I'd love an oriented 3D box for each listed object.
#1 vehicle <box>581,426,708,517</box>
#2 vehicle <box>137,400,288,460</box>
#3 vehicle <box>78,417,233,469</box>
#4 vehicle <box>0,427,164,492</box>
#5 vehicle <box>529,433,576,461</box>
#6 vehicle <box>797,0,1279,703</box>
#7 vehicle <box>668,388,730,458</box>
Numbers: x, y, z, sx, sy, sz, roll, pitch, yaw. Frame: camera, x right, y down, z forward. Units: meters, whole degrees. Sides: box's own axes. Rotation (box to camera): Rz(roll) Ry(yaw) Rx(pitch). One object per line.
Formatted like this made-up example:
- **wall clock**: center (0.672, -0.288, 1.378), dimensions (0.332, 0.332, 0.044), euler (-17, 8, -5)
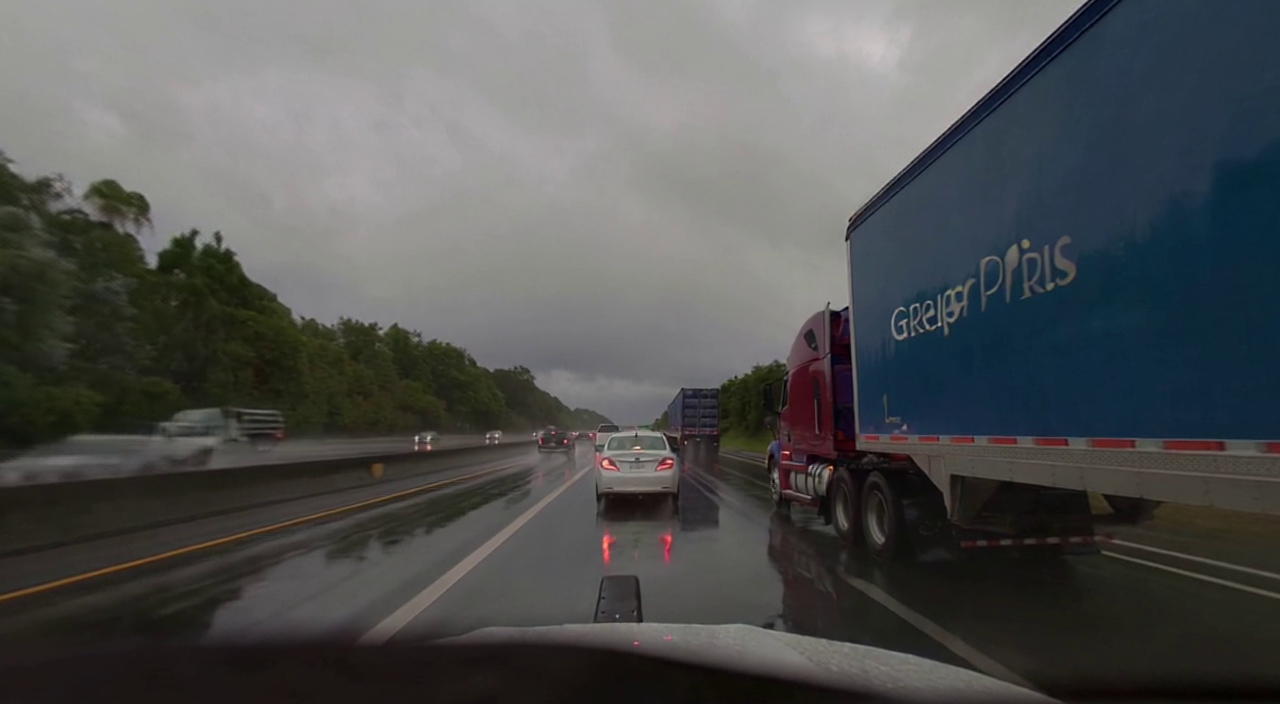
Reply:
- **vehicle**: center (0.034, 2.156, 11.920), dimensions (2.021, 1.435, 3.611), euler (0, -8, -1)
- **vehicle**: center (-23.104, 4.316, 34.731), dimensions (2.607, 2.931, 7.726), euler (0, -7, 2)
- **vehicle**: center (-18.882, 3.573, 24.923), dimensions (2.139, 1.859, 4.845), euler (0, -8, 2)
- **vehicle**: center (-15.891, 2.880, 17.484), dimensions (1.835, 1.541, 4.415), euler (0, -7, 2)
- **vehicle**: center (-4.754, 5.202, 34.893), dimensions (1.983, 1.434, 4.451), euler (0, -8, 0)
- **vehicle**: center (4.121, -0.211, 3.458), dimensions (2.816, 4.070, 14.136), euler (0, -8, 0)
- **vehicle**: center (3.736, 5.064, 43.597), dimensions (2.869, 4.067, 13.731), euler (0, -8, 0)
